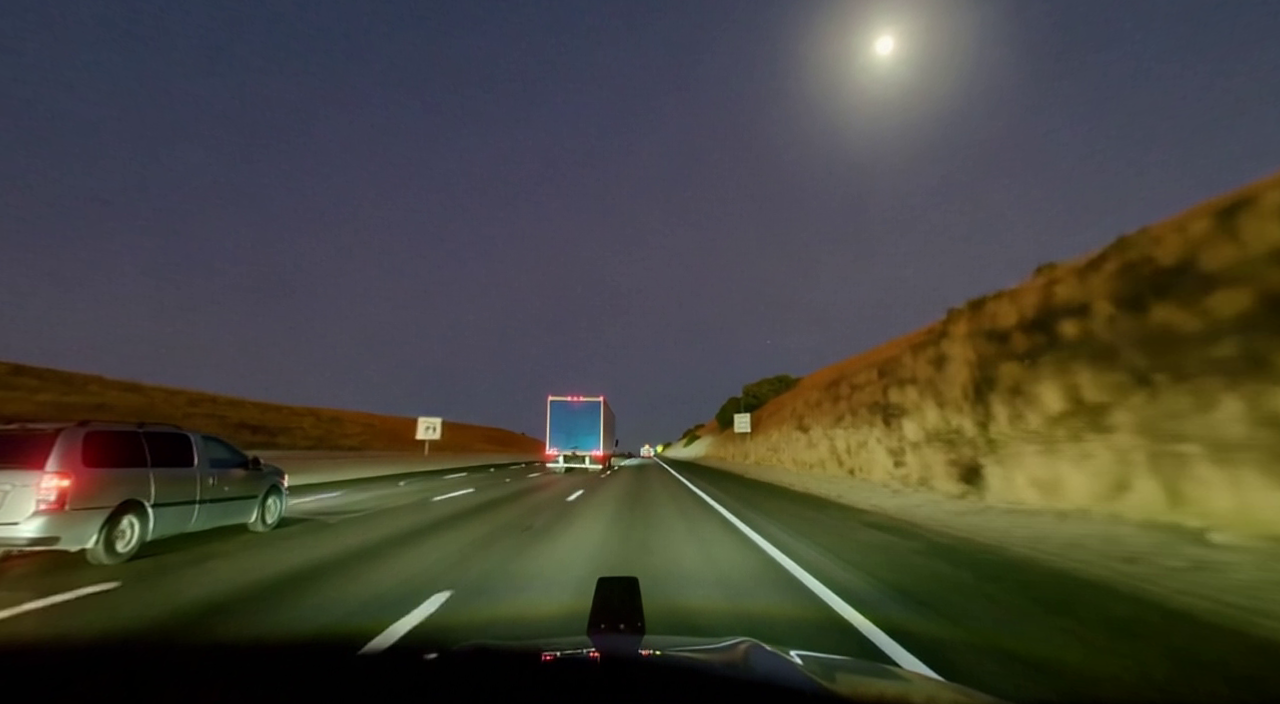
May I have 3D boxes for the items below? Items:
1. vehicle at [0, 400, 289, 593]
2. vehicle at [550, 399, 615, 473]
[{"bbox_3d":[-7.327,1.746,8.483,2.175,1.860,5.236,0,-8,0],"label":"vehicle"},{"bbox_3d":[-3.474,5.745,42.664,2.893,4.073,15.281,0,-8,0],"label":"vehicle"}]
